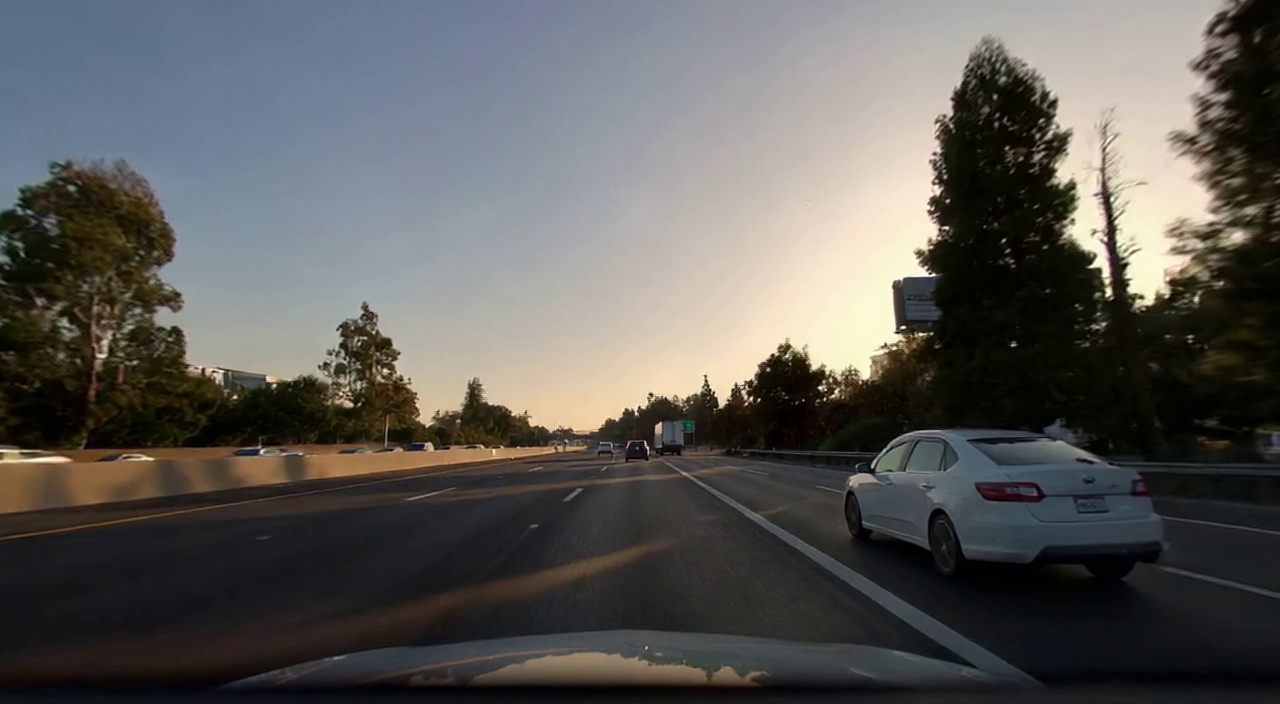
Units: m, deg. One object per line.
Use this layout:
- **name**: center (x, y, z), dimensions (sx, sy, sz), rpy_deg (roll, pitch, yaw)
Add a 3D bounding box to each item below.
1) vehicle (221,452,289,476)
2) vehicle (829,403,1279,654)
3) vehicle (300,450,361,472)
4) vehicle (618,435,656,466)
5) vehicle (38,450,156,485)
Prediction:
- **vehicle**: center (-25.299, 7.330, 41.697), dimensions (1.818, 1.454, 4.326), rpy_deg (0, -8, -1)
- **vehicle**: center (3.589, 1.451, 6.299), dimensions (1.950, 1.596, 4.326), rpy_deg (0, -8, -1)
- **vehicle**: center (-22.187, 7.825, 45.508), dimensions (1.986, 1.484, 4.683), rpy_deg (0, -8, 0)
- **vehicle**: center (-0.228, 6.385, 41.046), dimensions (2.297, 1.912, 4.355), rpy_deg (0, -8, -1)
- **vehicle**: center (-29.648, 6.291, 34.786), dimensions (1.918, 1.727, 5.141), rpy_deg (0, -8, 0)
